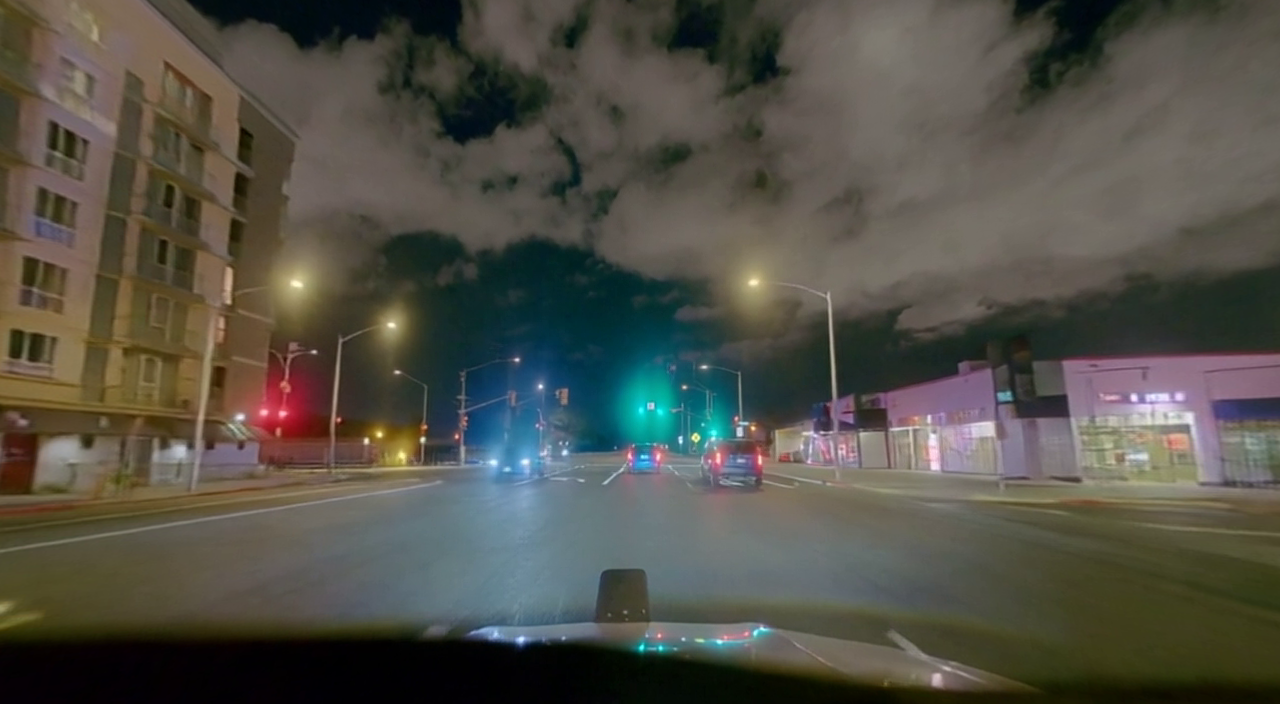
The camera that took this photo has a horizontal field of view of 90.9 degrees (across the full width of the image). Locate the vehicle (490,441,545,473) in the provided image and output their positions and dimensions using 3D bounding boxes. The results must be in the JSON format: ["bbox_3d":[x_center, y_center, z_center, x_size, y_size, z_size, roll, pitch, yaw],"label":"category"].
[{"bbox_3d":[-6.868,5.934,35.778,2.200,1.666,4.126,0,-9,1],"label":"vehicle"}]

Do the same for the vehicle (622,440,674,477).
[{"bbox_3d":[0.370,4.954,29.561,2.245,1.587,4.094,0,-9,1],"label":"vehicle"}]

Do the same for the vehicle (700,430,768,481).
[{"bbox_3d":[3.859,4.382,26.802,2.159,1.938,4.836,0,-9,0],"label":"vehicle"}]

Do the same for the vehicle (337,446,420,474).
[{"bbox_3d":[-19.736,8.142,47.668,5.223,2.060,2.247,0,-8,1],"label":"vehicle"}]
